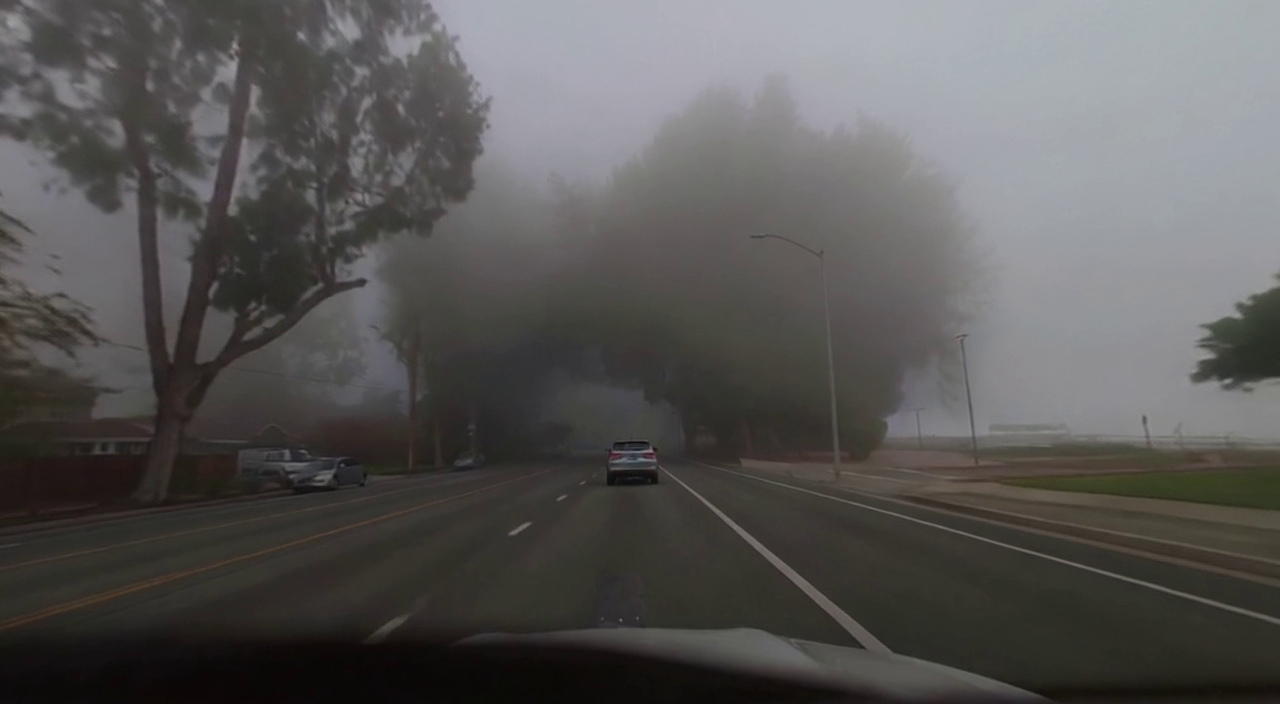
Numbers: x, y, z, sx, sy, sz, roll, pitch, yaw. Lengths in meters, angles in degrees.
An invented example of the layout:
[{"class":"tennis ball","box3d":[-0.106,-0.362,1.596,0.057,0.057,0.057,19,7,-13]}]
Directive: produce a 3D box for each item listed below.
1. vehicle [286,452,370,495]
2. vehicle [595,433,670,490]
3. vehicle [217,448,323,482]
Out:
[{"class":"vehicle","box3d":[-13.961,5.420,28.549,1.900,1.596,4.142,-4,-8,-3]},{"class":"vehicle","box3d":[-0.243,3.492,20.508,2.181,1.639,4.127,0,-8,-1]},{"class":"vehicle","box3d":[-21.501,6.544,36.858,4.807,1.872,2.041,0,-9,-2]}]
